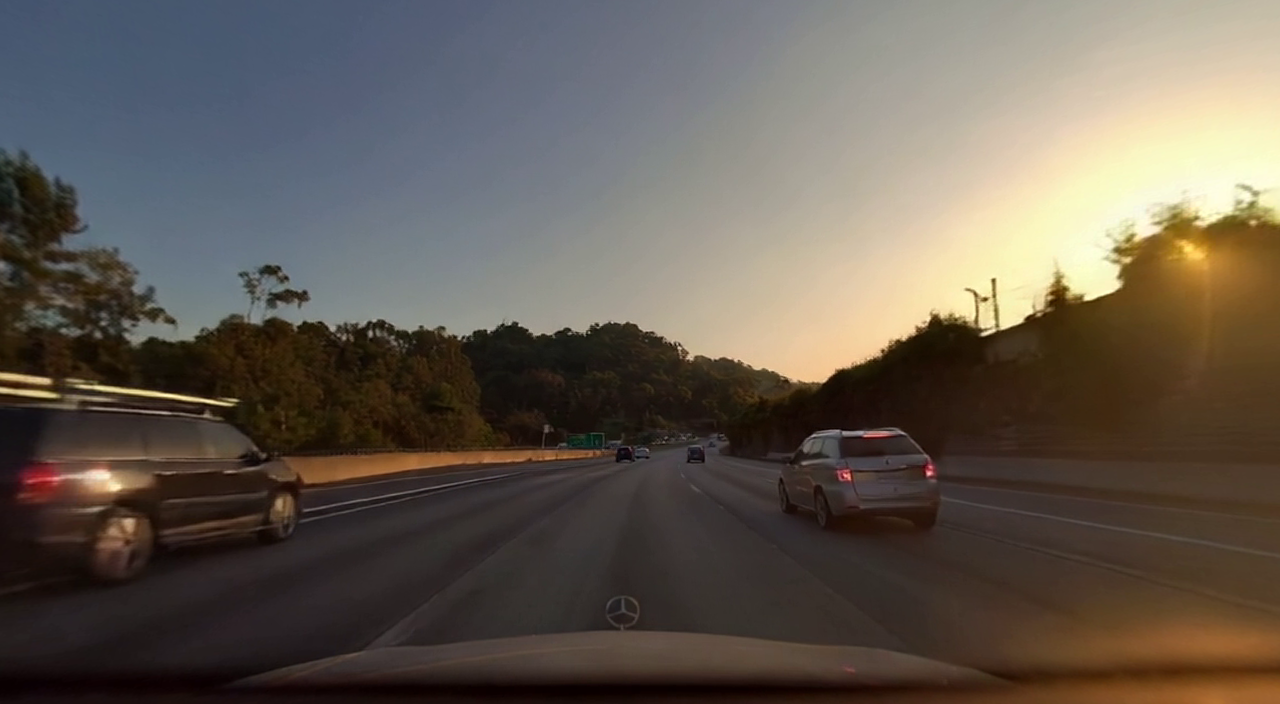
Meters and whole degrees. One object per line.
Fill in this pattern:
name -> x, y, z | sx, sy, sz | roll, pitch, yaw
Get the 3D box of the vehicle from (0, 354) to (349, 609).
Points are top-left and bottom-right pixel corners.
vehicle -> -6.307, 1.483, 7.977 | 2.383, 2.048, 5.875 | 0, -9, 1

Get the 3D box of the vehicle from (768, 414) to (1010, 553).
vehicle -> 3.623, 2.013, 10.309 | 2.075, 1.743, 4.410 | 0, -9, -1
